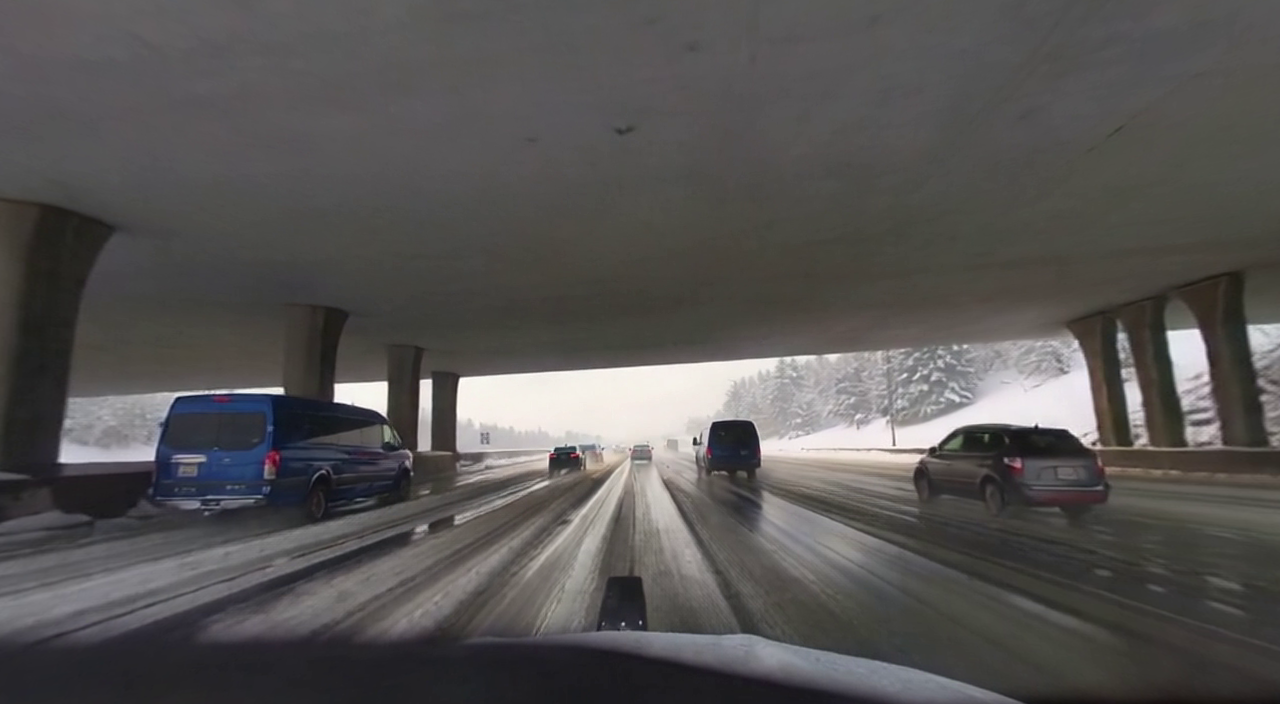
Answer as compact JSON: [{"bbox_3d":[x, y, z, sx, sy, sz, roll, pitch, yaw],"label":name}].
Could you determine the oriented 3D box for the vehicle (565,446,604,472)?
[{"bbox_3d":[-3.387,6.601,39.249,1.970,1.483,4.071,0,-8,1],"label":"vehicle"}]

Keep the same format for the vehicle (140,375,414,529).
[{"bbox_3d":[-7.590,2.231,14.444,2.336,2.708,6.421,0,-8,1],"label":"vehicle"}]

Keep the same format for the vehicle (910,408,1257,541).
[{"bbox_3d":[7.467,2.149,11.765,2.304,1.840,5.706,0,-8,0],"label":"vehicle"}]

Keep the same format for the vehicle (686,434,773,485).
[{"bbox_3d":[3.574,4.485,26.663,2.777,1.895,5.710,0,-9,0],"label":"vehicle"}]

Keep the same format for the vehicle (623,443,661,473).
[{"bbox_3d":[0.104,6.147,36.814,2.115,1.617,4.102,0,-8,0],"label":"vehicle"}]
